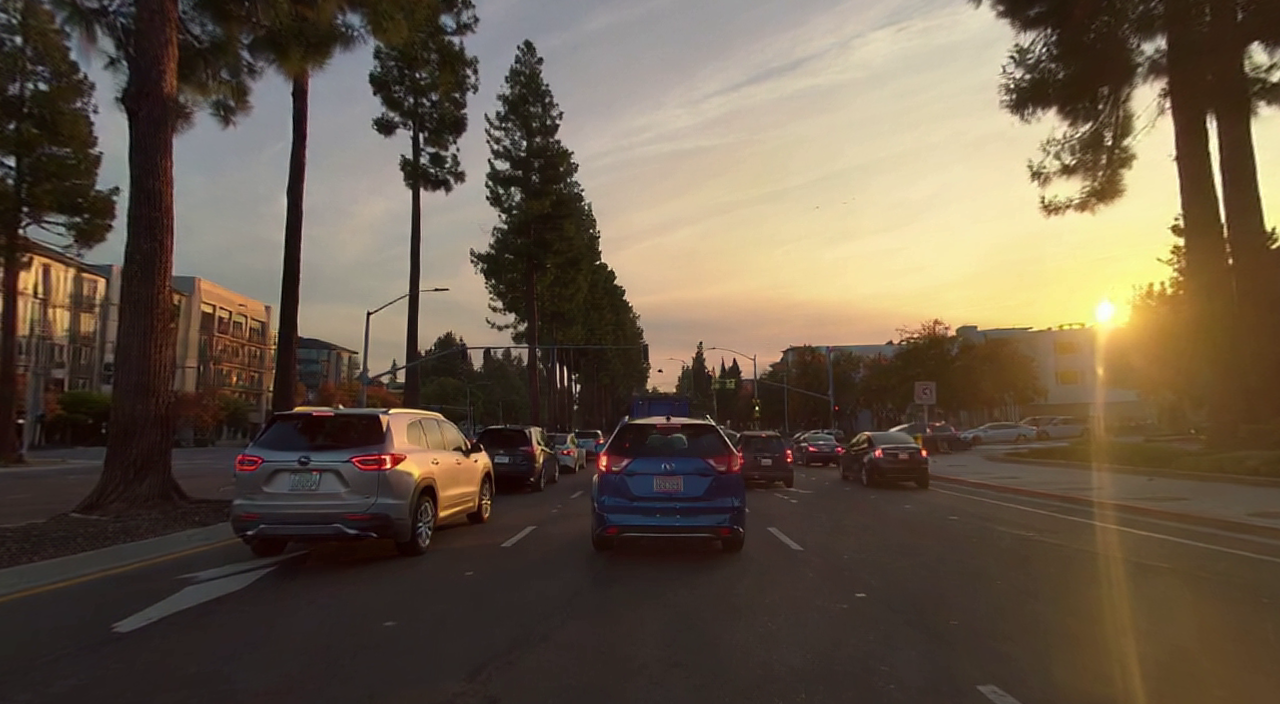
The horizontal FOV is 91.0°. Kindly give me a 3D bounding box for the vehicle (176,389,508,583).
[{"bbox_3d":[-3.258,1.578,8.158,2.085,1.812,4.388,0,-8,1],"label":"vehicle"}]

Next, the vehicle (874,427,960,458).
[{"bbox_3d":[18.001,5.909,40.971,4.855,1.933,2.096,-4,-9,25],"label":"vehicle"}]

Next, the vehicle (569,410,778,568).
[{"bbox_3d":[0.373,1.749,8.768,2.189,1.649,4.171,0,-8,1],"label":"vehicle"}]

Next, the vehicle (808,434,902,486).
[{"bbox_3d":[7.295,3.699,21.822,2.067,1.599,4.251,-1,-8,5],"label":"vehicle"}]
